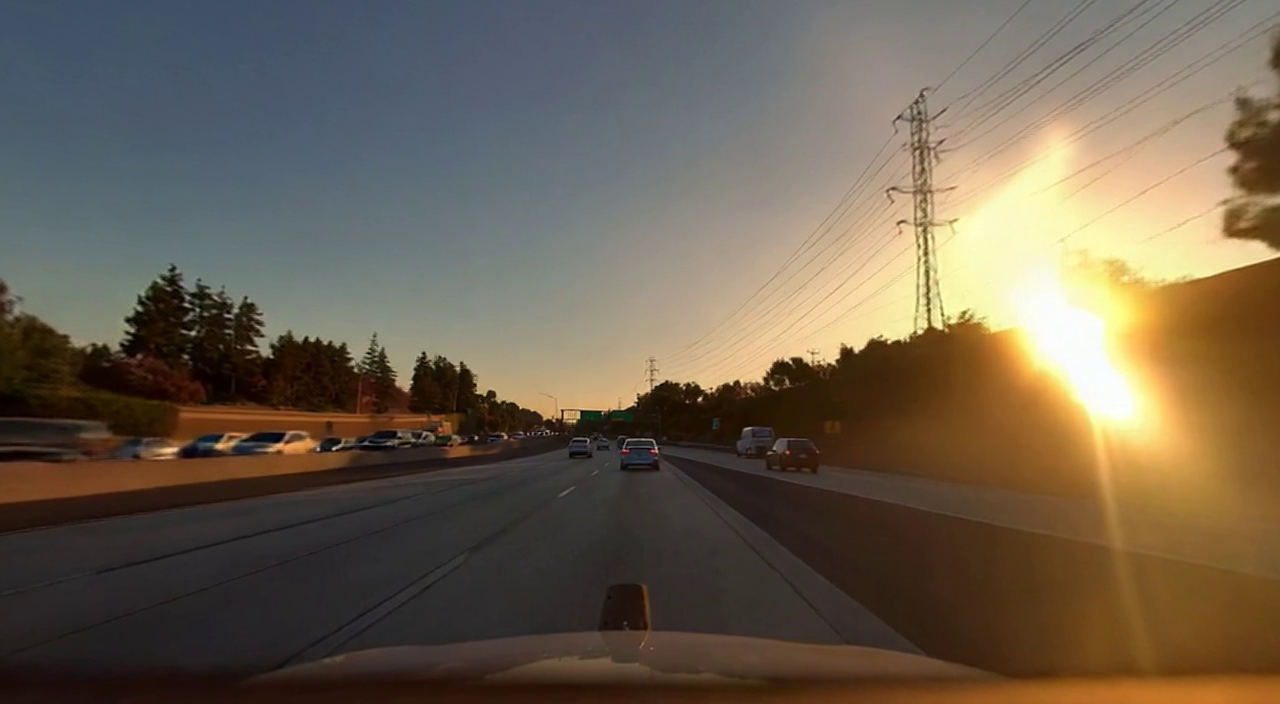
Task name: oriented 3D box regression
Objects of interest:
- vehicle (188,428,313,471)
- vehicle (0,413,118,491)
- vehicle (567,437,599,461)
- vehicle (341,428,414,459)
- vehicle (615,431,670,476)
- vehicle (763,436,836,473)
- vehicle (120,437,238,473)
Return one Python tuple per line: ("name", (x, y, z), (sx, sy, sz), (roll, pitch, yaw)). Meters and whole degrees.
("vehicle", (-16.507, 4.163, 27.136), (2.175, 1.653, 4.993), (0, -8, 0))
("vehicle", (-16.055, 2.394, 15.126), (2.228, 1.808, 5.608), (0, -8, 0))
("vehicle", (-4.288, 7.376, 48.149), (2.130, 1.685, 4.341), (0, -8, -1))
("vehicle", (-16.646, 5.868, 40.428), (2.188, 1.786, 5.759), (0, -8, 0))
("vehicle", (0.079, 4.370, 27.263), (2.192, 1.769, 4.287), (0, -8, -1))
("vehicle", (7.996, 5.184, 32.232), (2.099, 1.720, 4.829), (1, -8, -5))
("vehicle", (-20.305, 4.527, 28.067), (1.827, 1.436, 4.593), (0, -8, -1))
